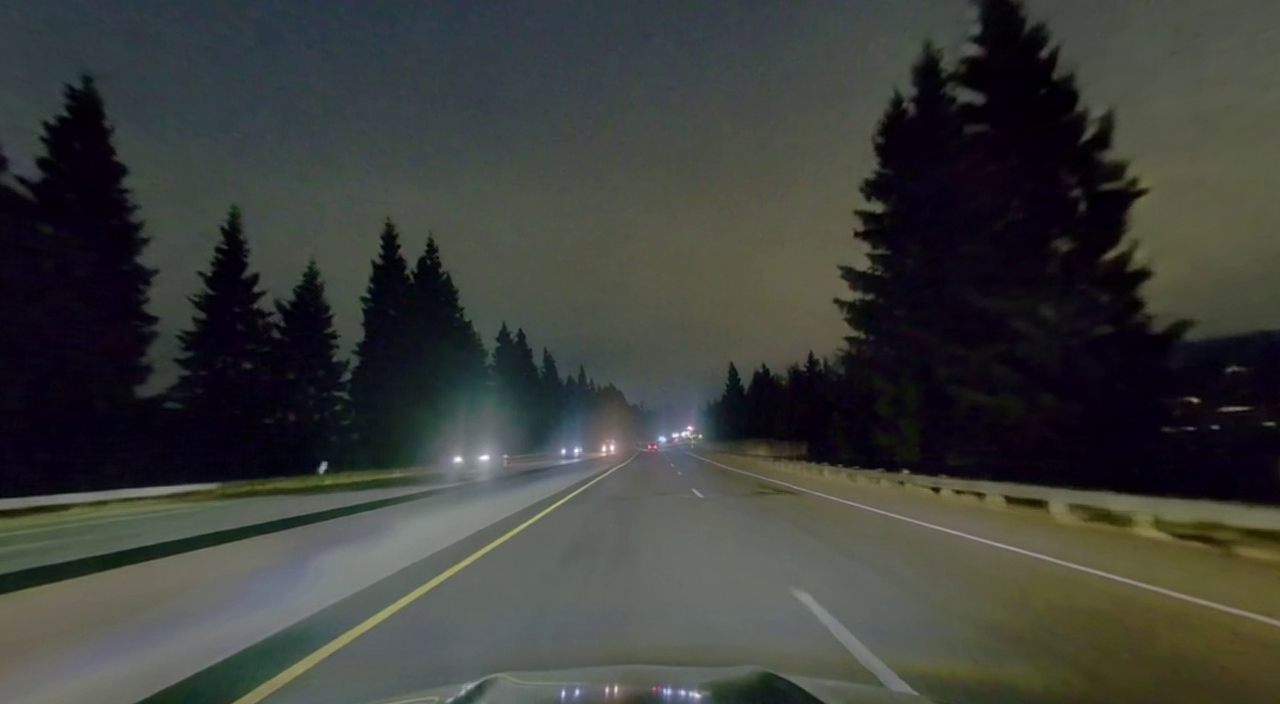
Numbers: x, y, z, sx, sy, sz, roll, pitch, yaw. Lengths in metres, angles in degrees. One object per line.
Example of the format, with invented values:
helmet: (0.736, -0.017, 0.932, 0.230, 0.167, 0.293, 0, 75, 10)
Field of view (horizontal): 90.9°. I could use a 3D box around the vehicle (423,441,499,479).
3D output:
vehicle: (-8.651, 5.248, 30.987, 2.226, 1.688, 4.820, 0, -8, 1)
